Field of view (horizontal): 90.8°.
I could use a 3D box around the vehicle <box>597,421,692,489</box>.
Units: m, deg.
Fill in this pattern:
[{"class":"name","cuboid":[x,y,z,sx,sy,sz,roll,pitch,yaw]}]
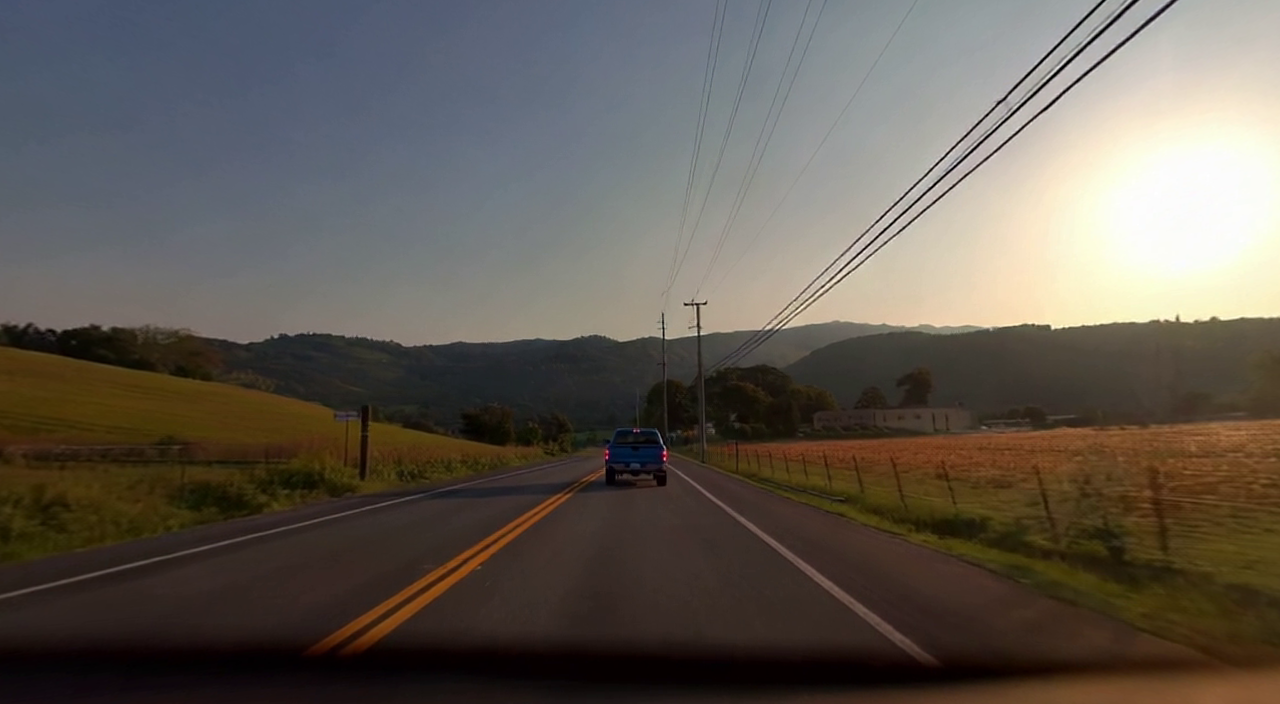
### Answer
[{"class":"vehicle","cuboid":[0.071,3.691,23.029,2.921,2.031,7.416,0,-8,-1]}]
